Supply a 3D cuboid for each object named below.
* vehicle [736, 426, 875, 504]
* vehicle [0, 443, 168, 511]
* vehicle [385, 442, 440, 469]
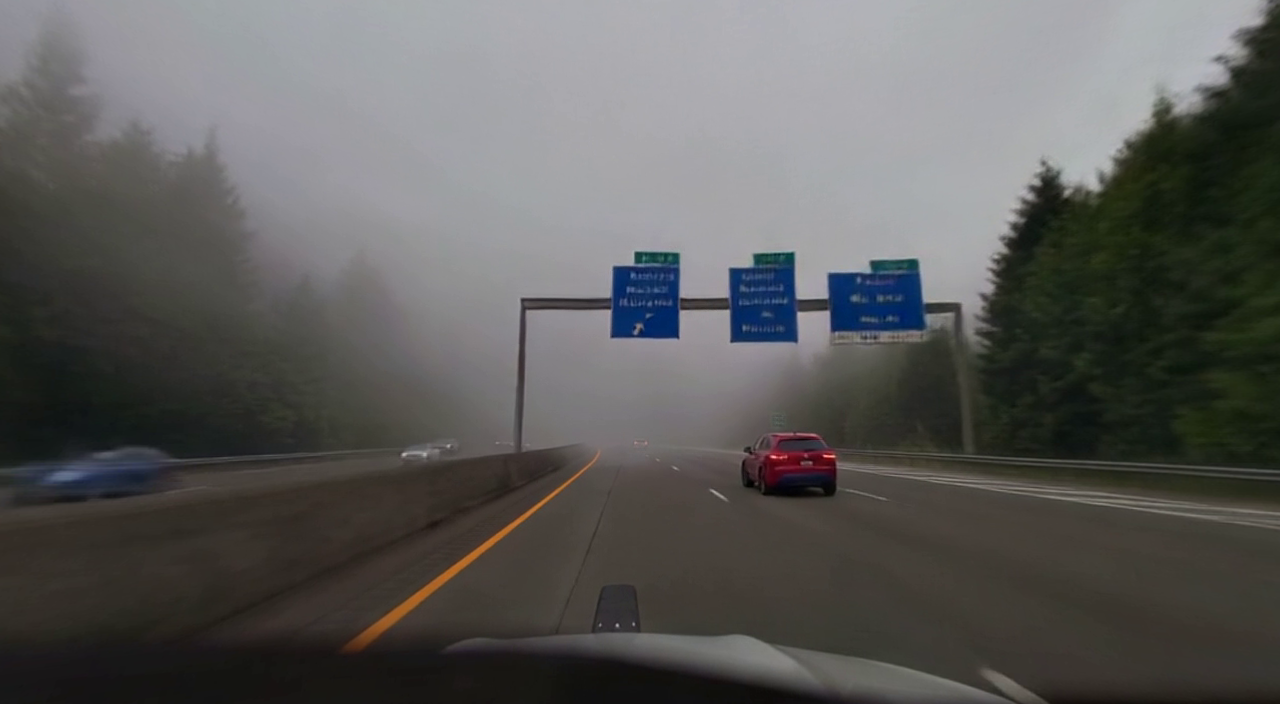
[{"bbox_3d":[3.639,2.550,14.744,1.958,1.526,4.227,0,-8,-2],"label":"vehicle"},{"bbox_3d":[-16.607,3.554,18.549,1.893,1.670,4.671,0,-8,-2],"label":"vehicle"},{"bbox_3d":[-14.101,6.421,39.301,1.922,1.530,4.422,0,-8,-2],"label":"vehicle"}]
